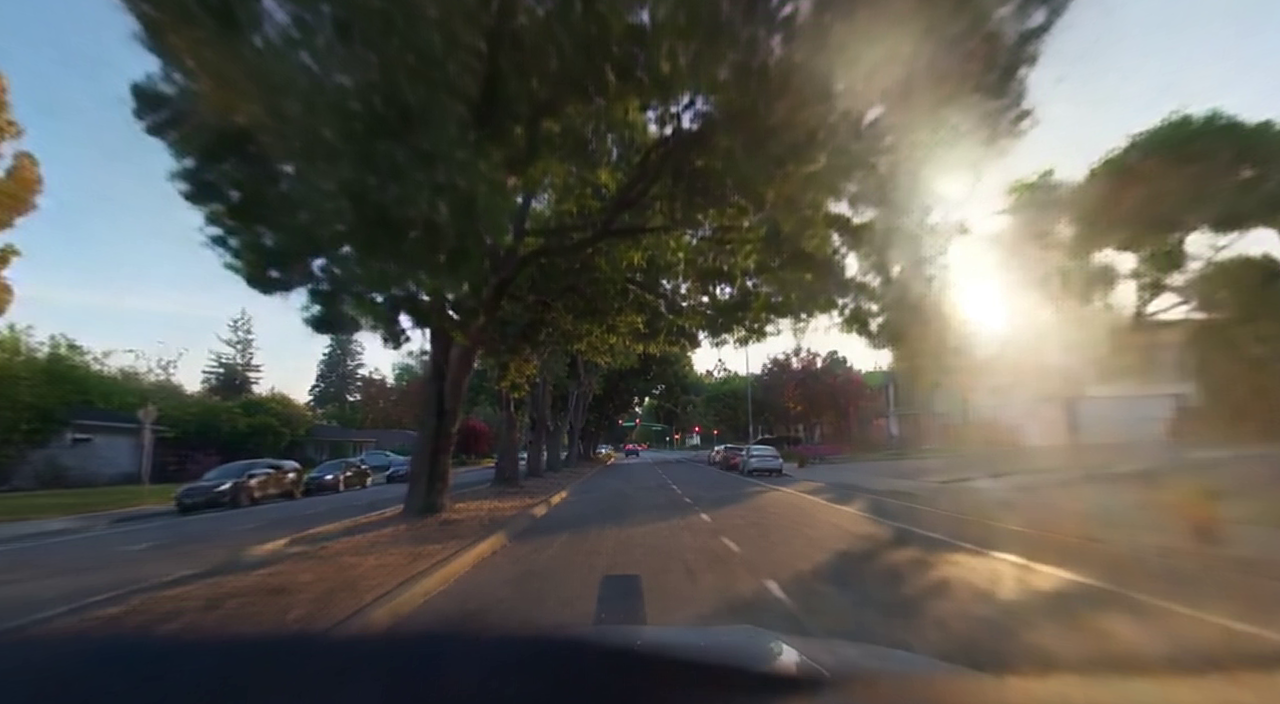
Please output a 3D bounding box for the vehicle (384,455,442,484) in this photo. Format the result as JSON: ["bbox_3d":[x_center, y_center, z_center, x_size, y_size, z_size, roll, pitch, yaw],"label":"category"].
[{"bbox_3d":[-12.843,6.663,36.042,1.812,1.454,4.351,0,-9,-1],"label":"vehicle"}]

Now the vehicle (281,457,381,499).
[{"bbox_3d":[-12.769,5.207,26.482,1.817,1.485,4.687,0,-9,0],"label":"vehicle"}]

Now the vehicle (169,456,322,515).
[{"bbox_3d":[-12.742,4.310,20.869,2.078,1.618,4.650,0,-9,-1],"label":"vehicle"}]

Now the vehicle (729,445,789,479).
[{"bbox_3d":[5.584,5.186,30.114,1.875,1.466,4.355,0,-9,-2],"label":"vehicle"}]
